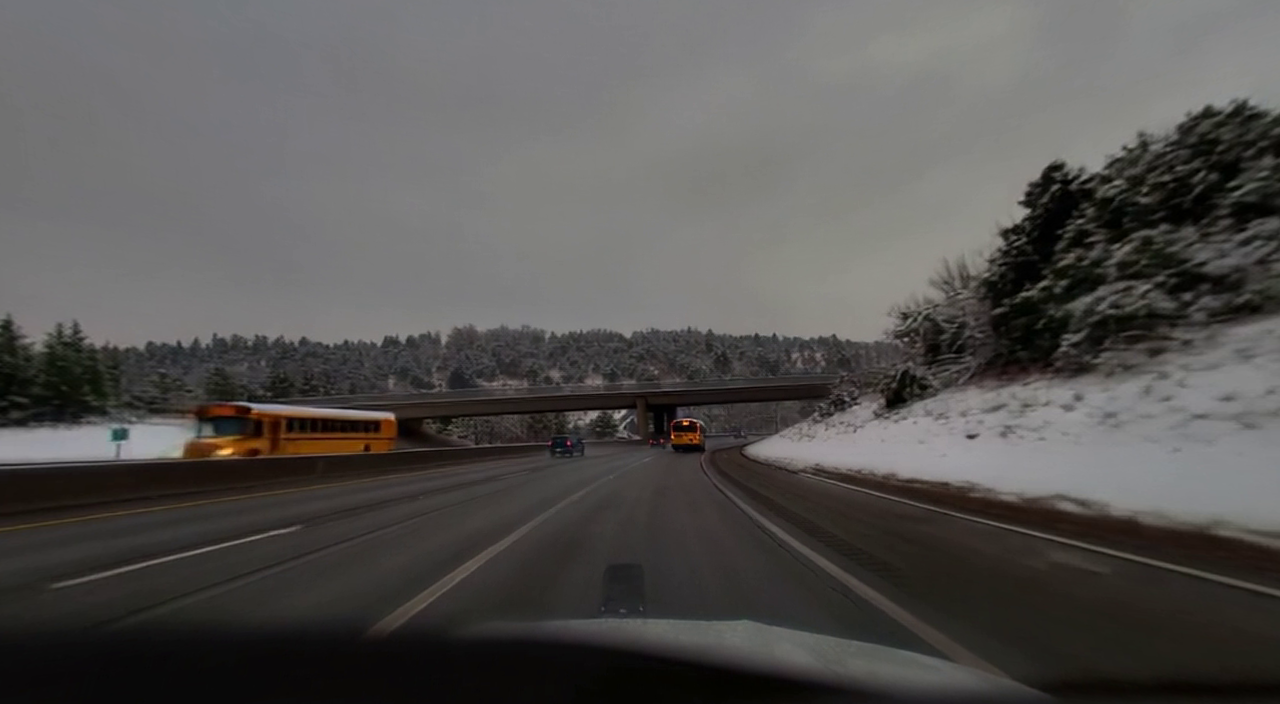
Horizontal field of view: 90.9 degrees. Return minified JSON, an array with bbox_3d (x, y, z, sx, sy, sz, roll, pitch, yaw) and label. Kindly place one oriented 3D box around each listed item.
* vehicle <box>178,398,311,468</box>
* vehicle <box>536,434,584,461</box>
[{"bbox_3d":[-23.246,4.895,37.631,3.011,3.757,6.767,-1,-8,5],"label":"vehicle"},{"bbox_3d":[-5.171,6.261,41.495,2.106,1.704,4.637,-1,-8,6],"label":"vehicle"}]
